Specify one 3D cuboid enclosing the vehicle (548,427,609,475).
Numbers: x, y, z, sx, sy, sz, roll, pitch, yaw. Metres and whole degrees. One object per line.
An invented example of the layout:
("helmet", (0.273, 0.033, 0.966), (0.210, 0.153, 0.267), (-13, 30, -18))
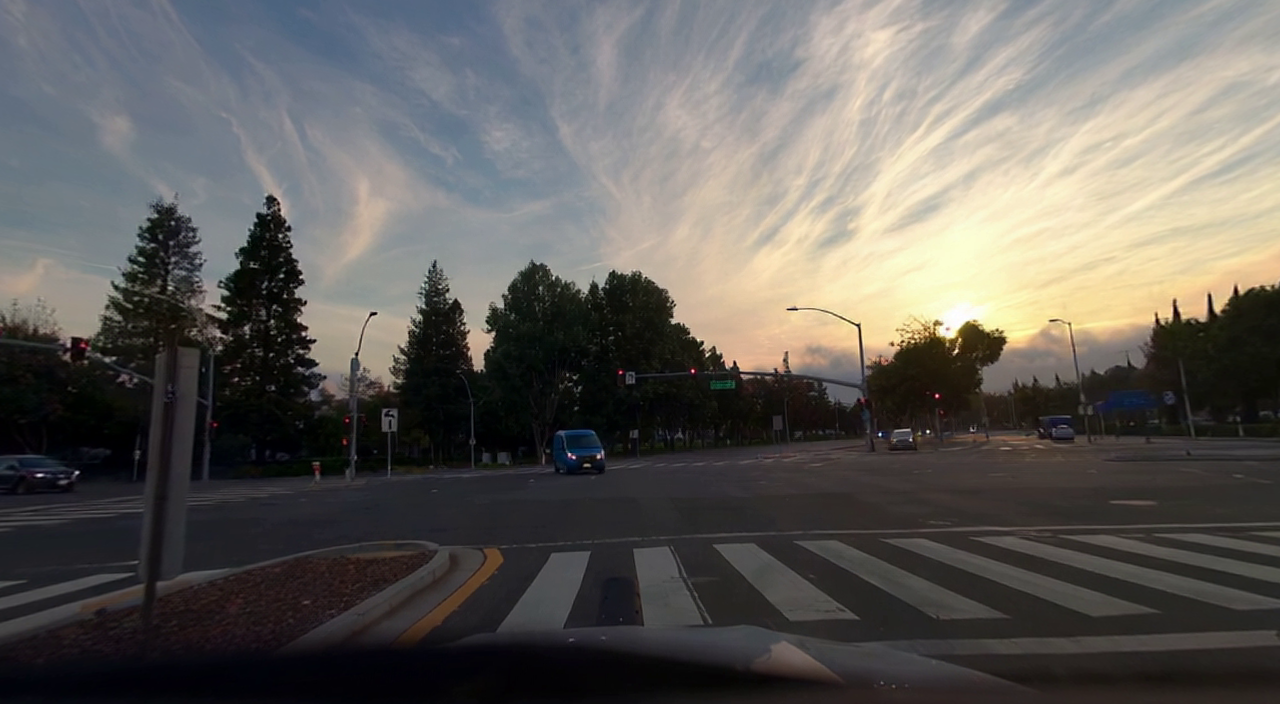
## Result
("vehicle", (-3.531, 5.468, 35.018), (2.465, 2.404, 5.791), (2, -9, -15))
